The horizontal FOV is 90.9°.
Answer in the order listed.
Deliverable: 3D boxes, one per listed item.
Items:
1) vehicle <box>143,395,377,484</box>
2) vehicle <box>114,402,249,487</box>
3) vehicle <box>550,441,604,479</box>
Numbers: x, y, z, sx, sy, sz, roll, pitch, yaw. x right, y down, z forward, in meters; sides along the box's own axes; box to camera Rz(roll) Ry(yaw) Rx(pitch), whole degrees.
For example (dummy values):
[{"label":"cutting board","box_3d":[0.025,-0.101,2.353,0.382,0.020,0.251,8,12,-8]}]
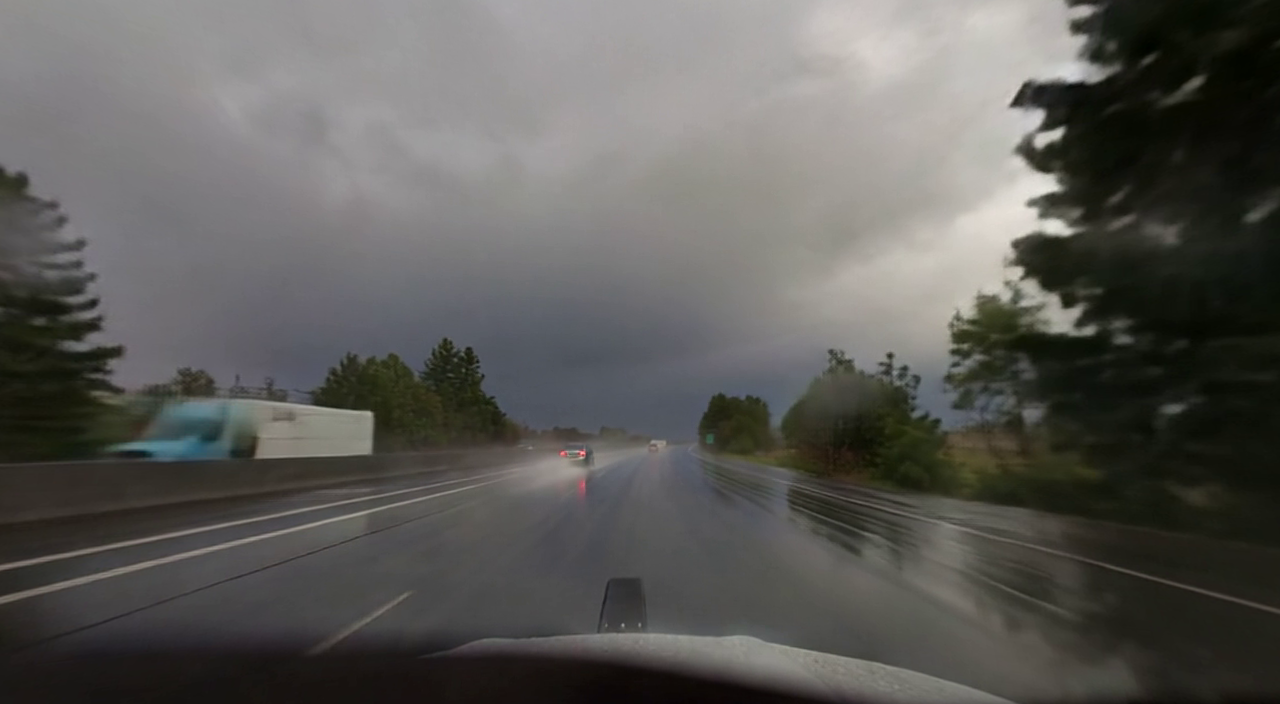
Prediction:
[{"label":"vehicle","box_3d":[-19.679,4.961,34.932,3.557,3.870,14.807,0,-9,1]},{"label":"vehicle","box_3d":[-19.786,4.025,27.428,3.344,3.469,2.977,0,-9,1]},{"label":"vehicle","box_3d":[-2.809,4.945,29.021,1.959,1.571,4.313,0,-9,2]}]
